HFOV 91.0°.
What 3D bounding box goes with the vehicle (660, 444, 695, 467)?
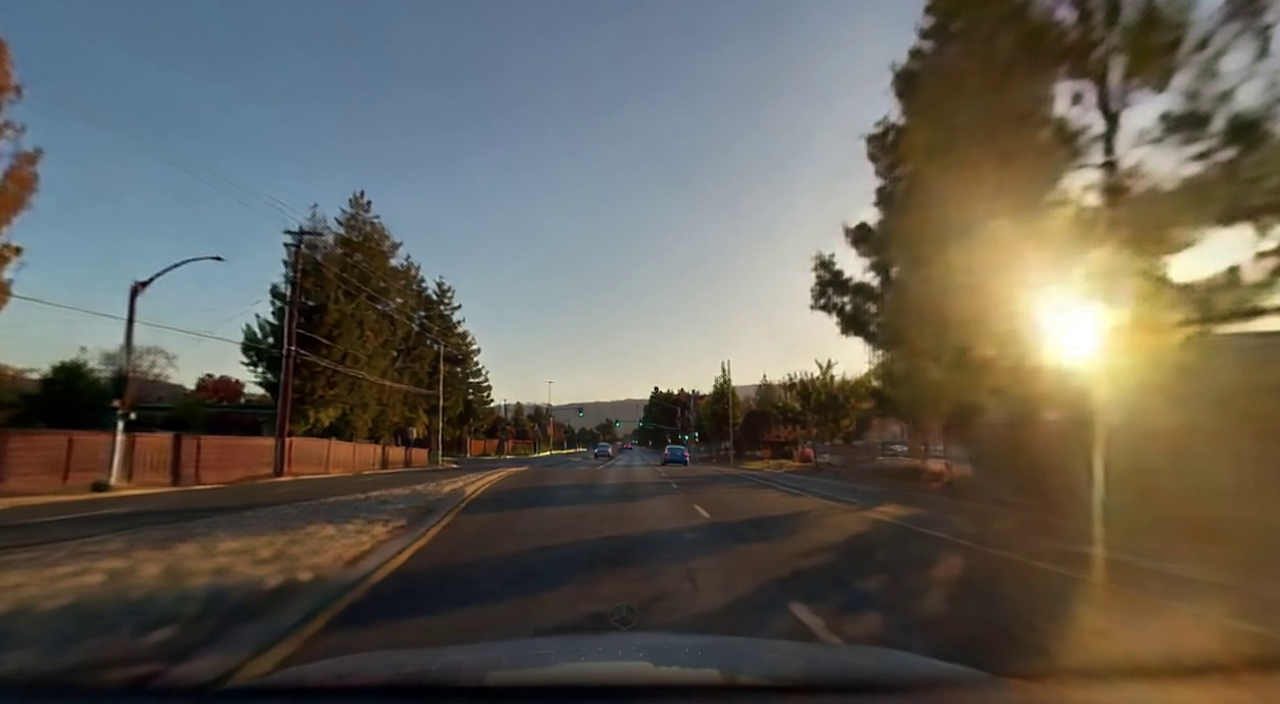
[{"bbox_3d":[2.515,7.039,43.074,2.105,1.490,4.008,0,-9,-1],"label":"vehicle"}]
